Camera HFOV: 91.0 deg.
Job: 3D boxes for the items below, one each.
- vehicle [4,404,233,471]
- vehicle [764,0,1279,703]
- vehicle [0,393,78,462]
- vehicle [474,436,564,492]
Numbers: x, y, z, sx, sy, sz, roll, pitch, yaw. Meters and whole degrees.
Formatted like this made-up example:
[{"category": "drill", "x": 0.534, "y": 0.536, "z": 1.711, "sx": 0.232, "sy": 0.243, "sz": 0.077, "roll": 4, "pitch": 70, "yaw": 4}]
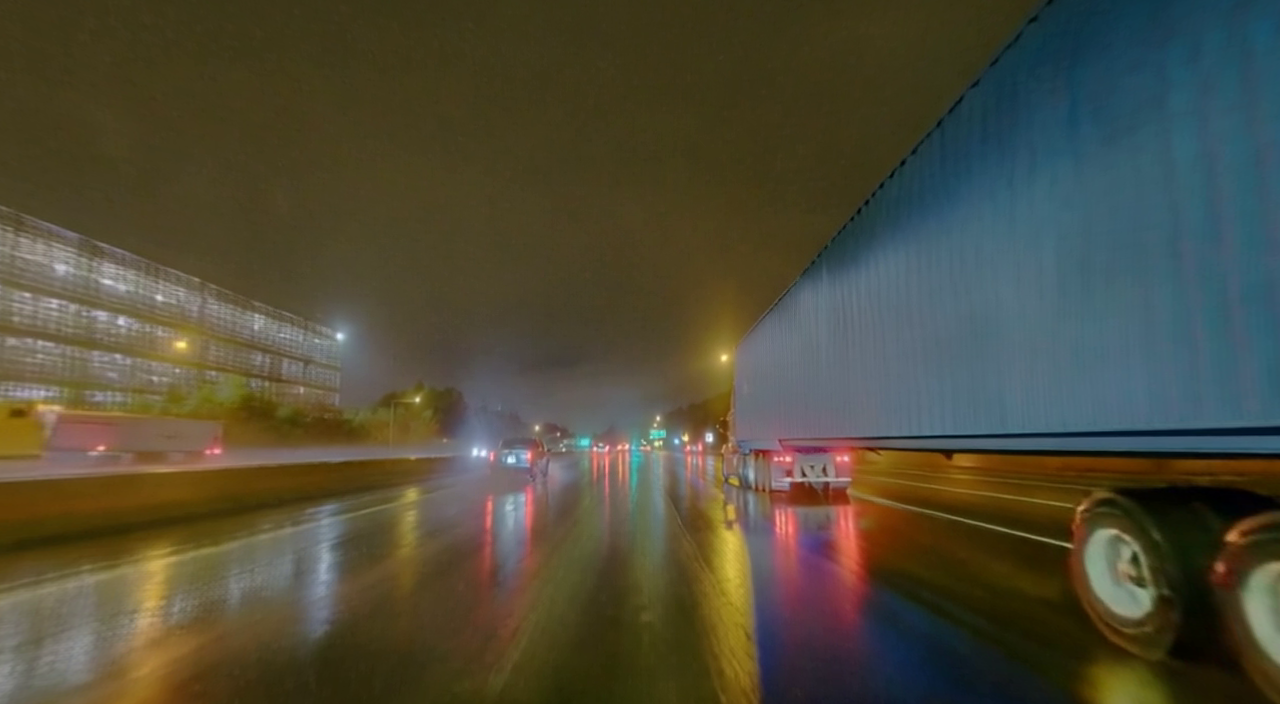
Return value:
[{"category": "vehicle", "x": -37.034, "y": 6.459, "z": 46.542, "sx": 2.880, "sy": 4.012, "sz": 16.365, "roll": 0, "pitch": -9, "yaw": 1}, {"category": "vehicle", "x": 4.031, "y": 0.232, "z": 6.618, "sx": 2.893, "sy": 3.992, "sz": 13.605, "roll": 0, "pitch": -9, "yaw": 1}, {"category": "vehicle", "x": -37.096, "y": 4.405, "z": 36.717, "sx": 2.893, "sy": 3.791, "sz": 5.708, "roll": 2, "pitch": -9, "yaw": 1}, {"category": "vehicle", "x": -3.582, "y": 3.404, "z": 19.416, "sx": 1.954, "sy": 1.528, "sz": 4.010, "roll": 0, "pitch": -9, "yaw": 0}]
